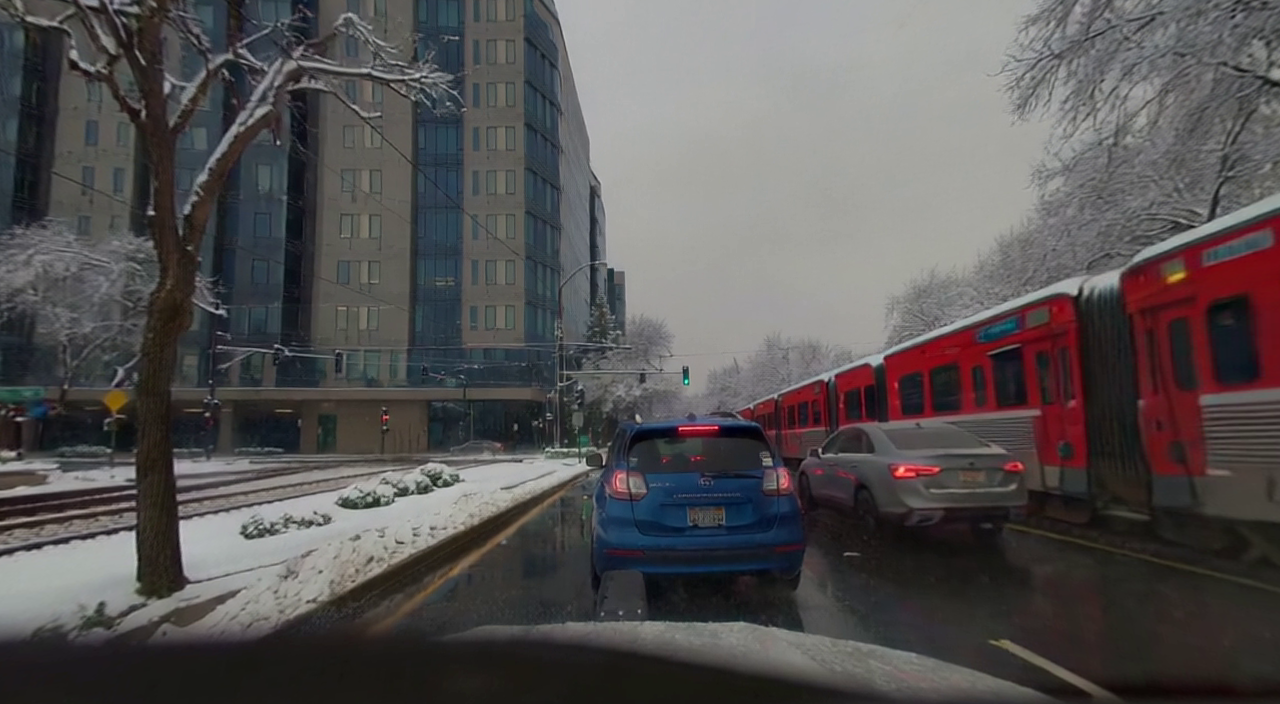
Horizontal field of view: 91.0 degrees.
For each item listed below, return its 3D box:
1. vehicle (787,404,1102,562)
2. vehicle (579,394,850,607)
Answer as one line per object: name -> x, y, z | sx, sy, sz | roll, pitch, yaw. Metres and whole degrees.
vehicle -> 3.868, 1.775, 9.264 | 2.212, 1.709, 4.715 | 0, -9, -1
vehicle -> 0.493, 1.498, 7.182 | 2.190, 1.684, 4.084 | 0, -9, -3
